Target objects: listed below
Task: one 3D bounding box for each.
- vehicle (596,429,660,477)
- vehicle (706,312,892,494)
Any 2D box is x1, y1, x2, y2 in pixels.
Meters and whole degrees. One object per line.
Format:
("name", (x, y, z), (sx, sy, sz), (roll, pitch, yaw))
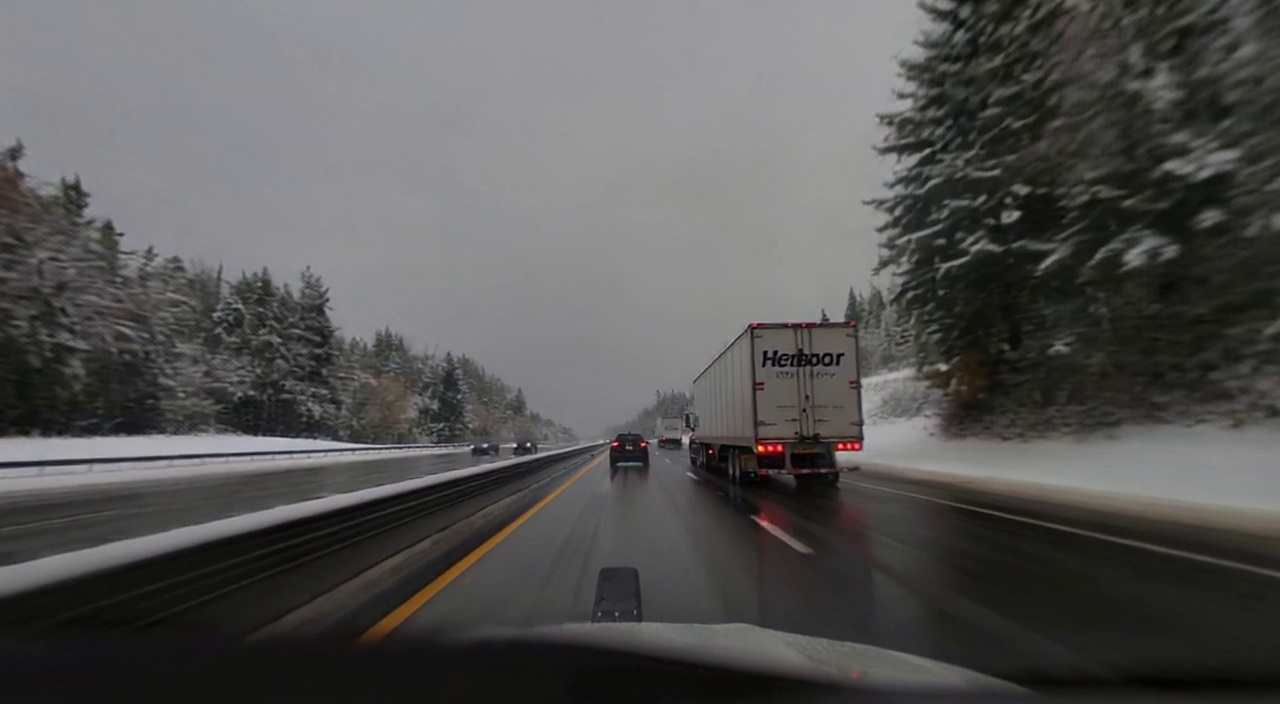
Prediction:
("vehicle", (-0.445, 3.561, 22.637), (2.095, 1.557, 3.963), (0, -8, -1))
("vehicle", (4.014, 1.745, 18.938), (2.853, 4.038, 9.832), (0, -8, -1))
